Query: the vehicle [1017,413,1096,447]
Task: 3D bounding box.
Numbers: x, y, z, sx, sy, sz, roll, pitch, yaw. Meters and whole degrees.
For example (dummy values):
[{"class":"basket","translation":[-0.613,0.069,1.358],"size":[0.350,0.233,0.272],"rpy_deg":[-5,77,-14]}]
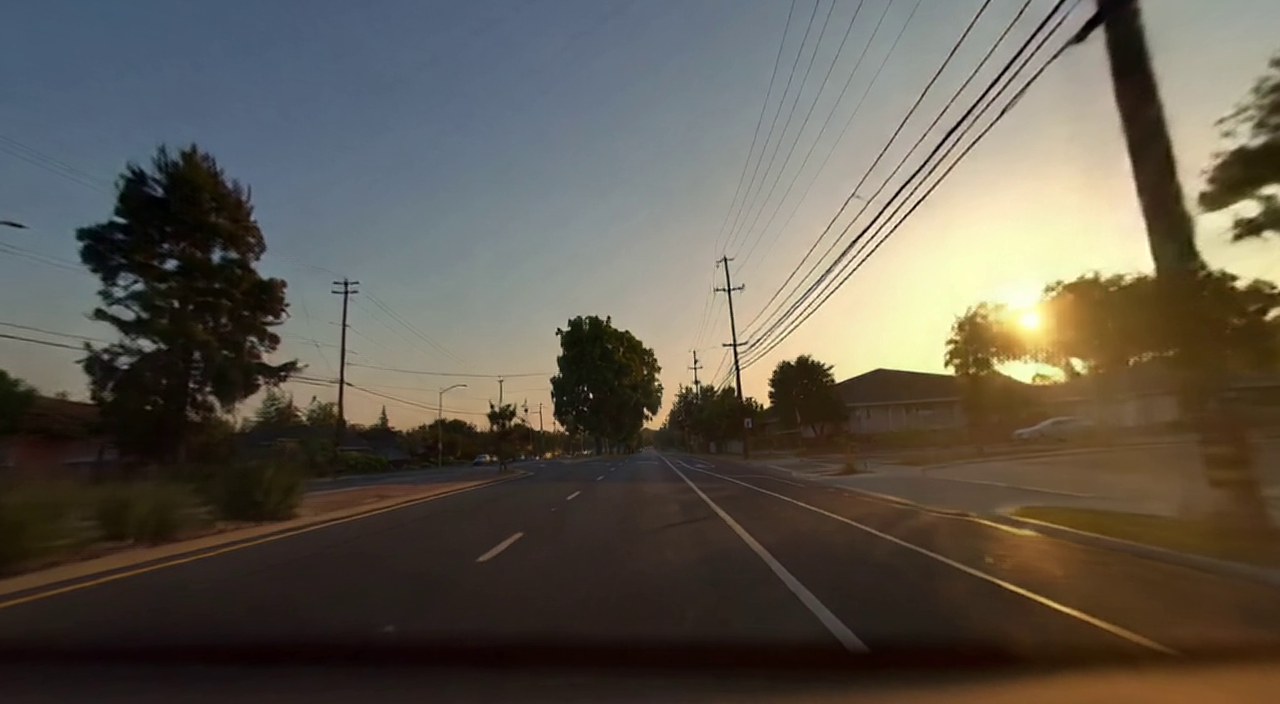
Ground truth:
[{"class":"vehicle","translation":[26.704,5.109,40.634],"size":[2.009,2.044,4.571],"rpy_deg":[-1,-8,2]}]
